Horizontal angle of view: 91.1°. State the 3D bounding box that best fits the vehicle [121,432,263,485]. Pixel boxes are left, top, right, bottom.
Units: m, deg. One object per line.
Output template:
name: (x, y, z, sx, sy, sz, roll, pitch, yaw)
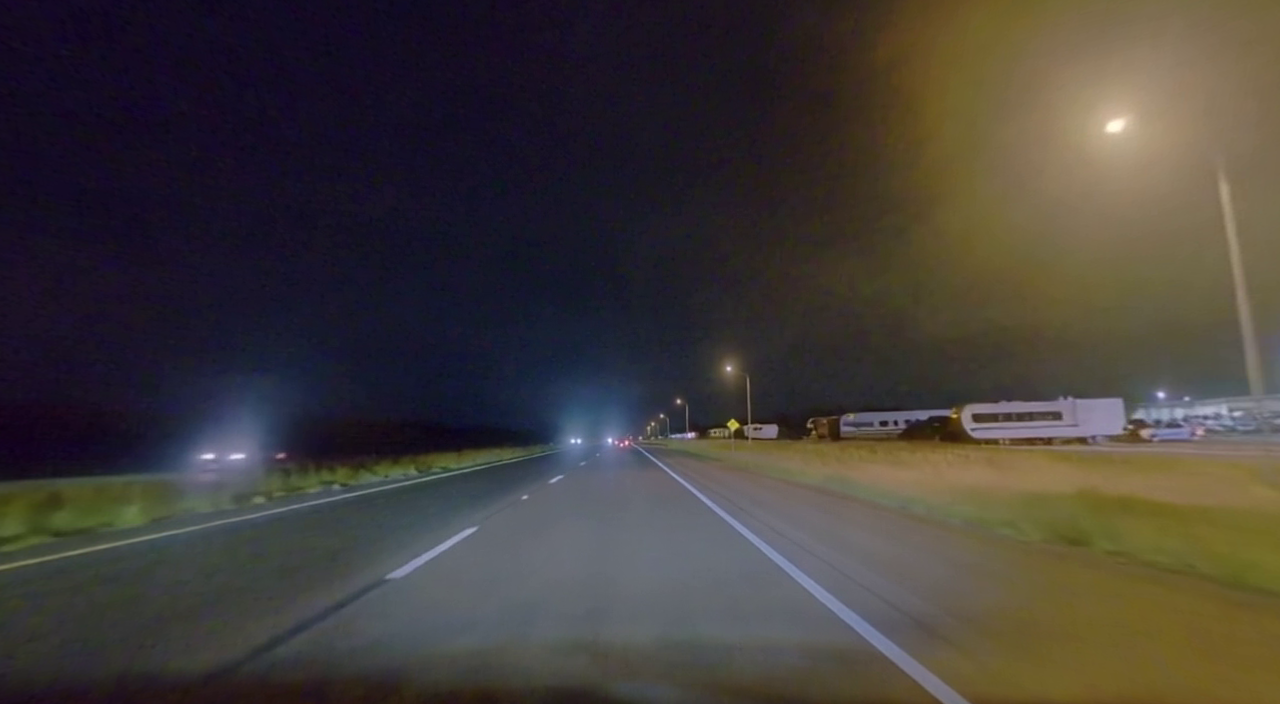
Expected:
vehicle: (-17.619, 4.165, 25.130, 2.077, 1.896, 5.013, 0, -8, -1)
